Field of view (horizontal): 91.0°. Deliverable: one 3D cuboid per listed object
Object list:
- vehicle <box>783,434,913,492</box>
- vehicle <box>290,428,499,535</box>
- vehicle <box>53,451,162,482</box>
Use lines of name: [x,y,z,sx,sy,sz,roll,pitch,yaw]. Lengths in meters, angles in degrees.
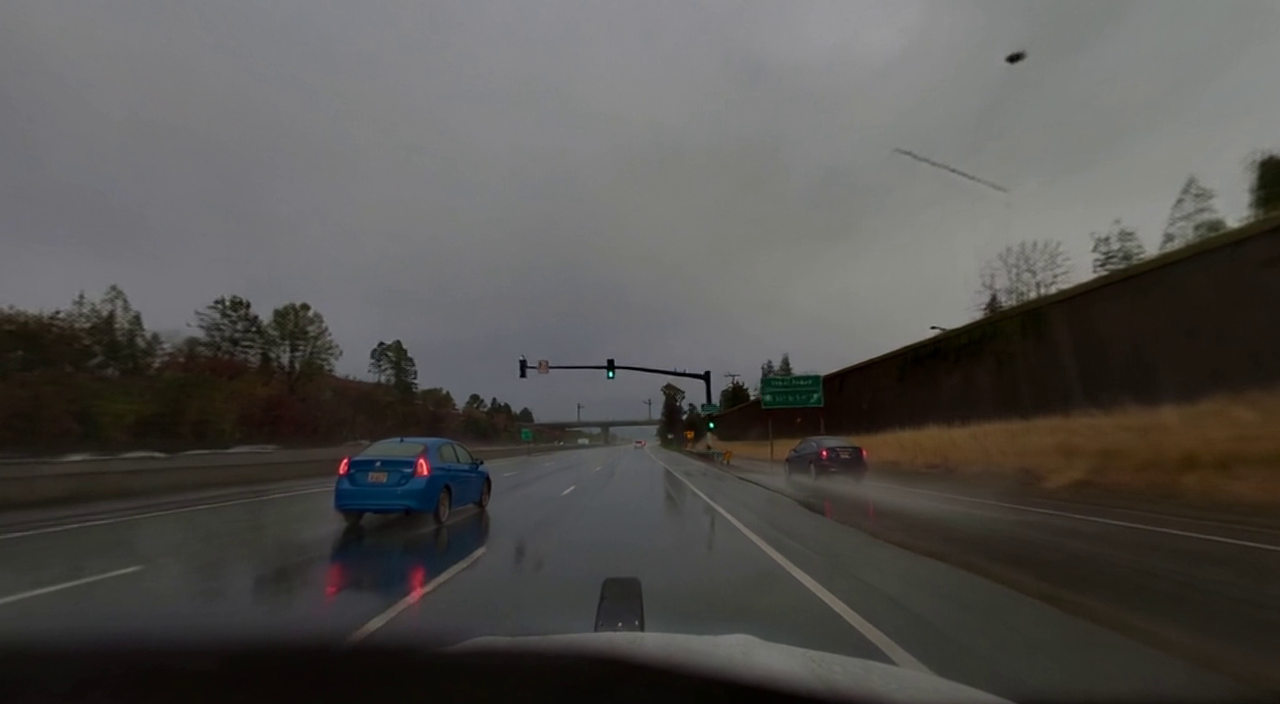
vehicle: [5.945,3.240,18.717,2.049,1.481,4.774,0,-9,-3]
vehicle: [-4.071,2.221,11.432,1.987,1.516,4.478,-1,-9,0]
vehicle: [-28.679,6.140,34.111,1.869,1.499,4.581,-1,-9,1]
